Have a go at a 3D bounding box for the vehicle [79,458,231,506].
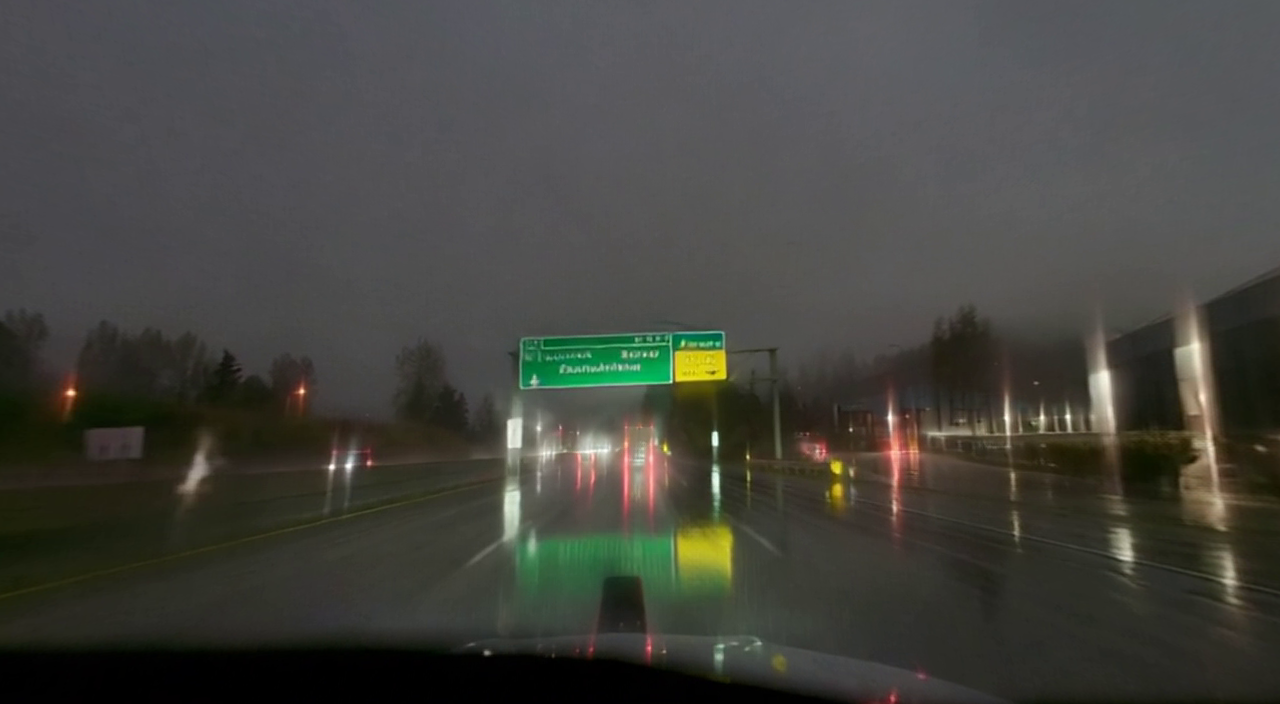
[{"bbox_3d":[-17.019,4.546,22.483,1.838,1.473,4.371,0,-9,1],"label":"vehicle"}]
